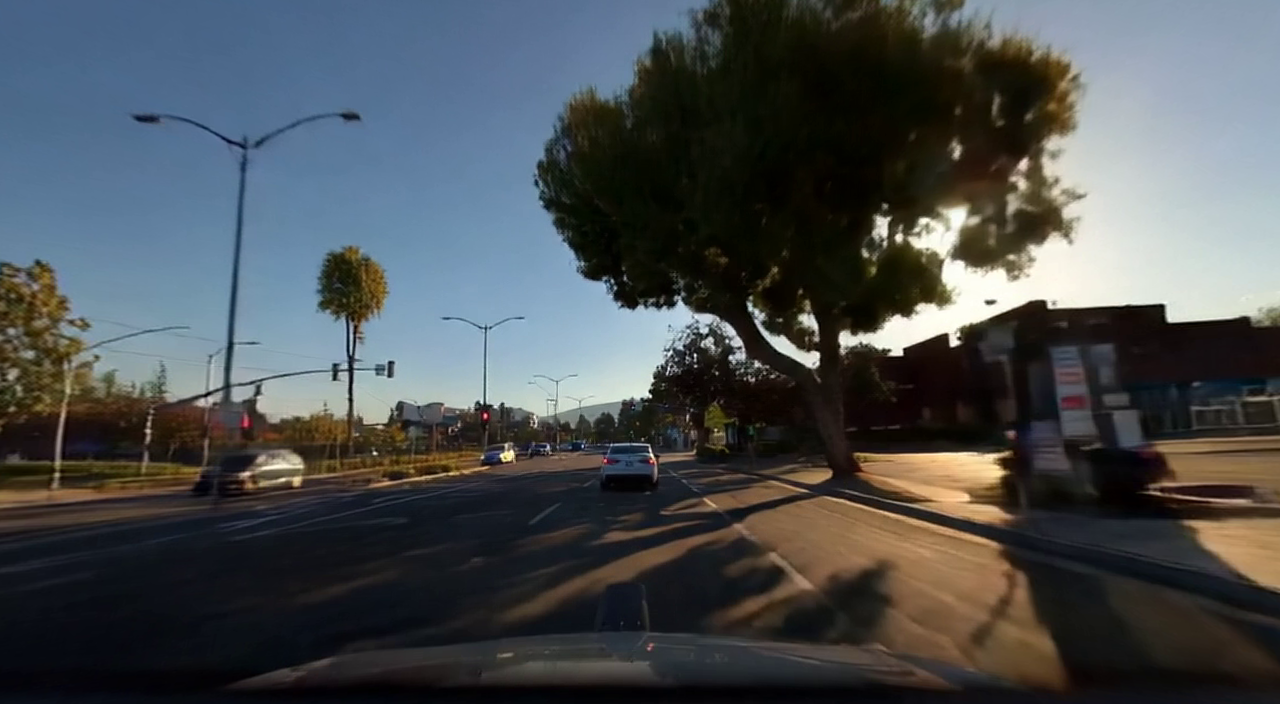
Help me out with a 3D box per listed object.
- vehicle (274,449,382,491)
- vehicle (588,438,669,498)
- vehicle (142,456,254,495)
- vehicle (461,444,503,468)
[{"bbox_3d":[-12.443,4.718,25.519,1.936,1.498,4.611,0,-9,1],"label":"vehicle"},{"bbox_3d":[-0.317,3.301,18.320,2.062,1.519,4.214,1,-9,-1],"label":"vehicle"},{"bbox_3d":[-19.067,5.306,27.420,1.819,1.473,4.258,1,-9,-1],"label":"vehicle"},{"bbox_3d":[-12.048,7.944,48.230,1.999,1.695,4.334,0,-9,1],"label":"vehicle"}]
